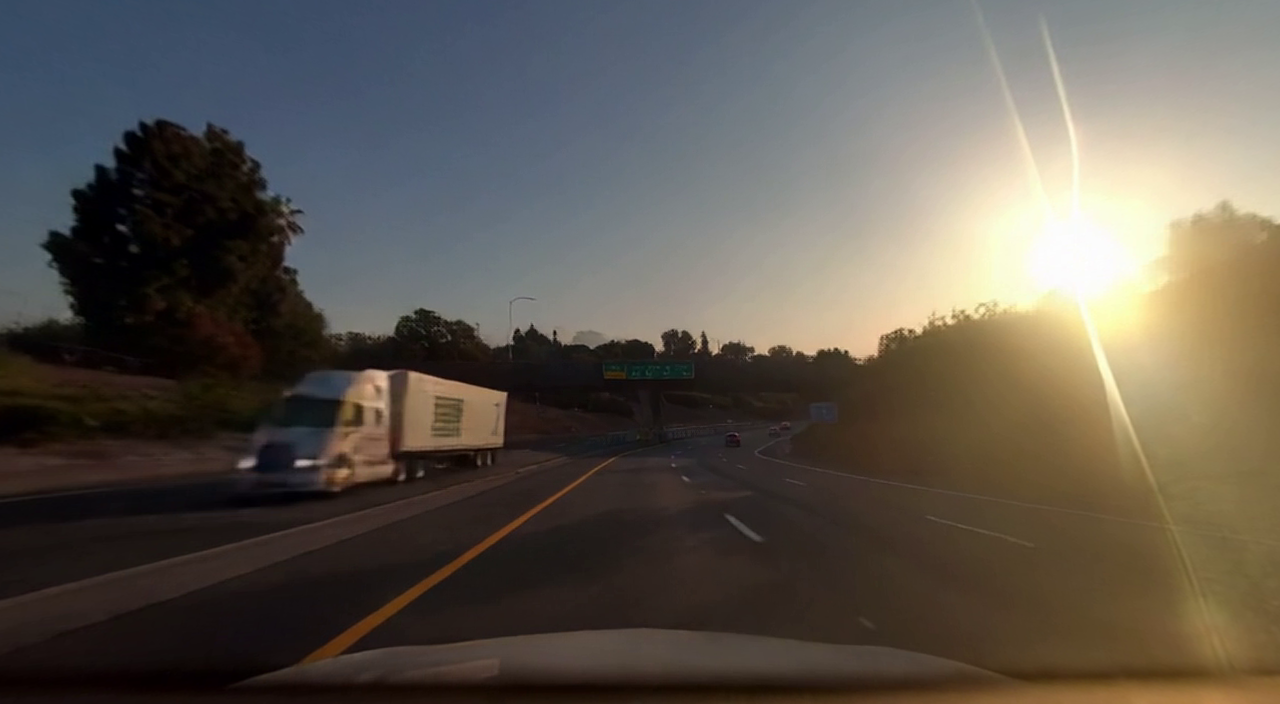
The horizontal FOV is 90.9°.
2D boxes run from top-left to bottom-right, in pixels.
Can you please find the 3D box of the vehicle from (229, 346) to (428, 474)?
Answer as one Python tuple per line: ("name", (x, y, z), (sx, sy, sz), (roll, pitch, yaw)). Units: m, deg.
("vehicle", (-11.058, 2.379, 23.720), (3.054, 3.972, 8.029), (0, -8, 2))
